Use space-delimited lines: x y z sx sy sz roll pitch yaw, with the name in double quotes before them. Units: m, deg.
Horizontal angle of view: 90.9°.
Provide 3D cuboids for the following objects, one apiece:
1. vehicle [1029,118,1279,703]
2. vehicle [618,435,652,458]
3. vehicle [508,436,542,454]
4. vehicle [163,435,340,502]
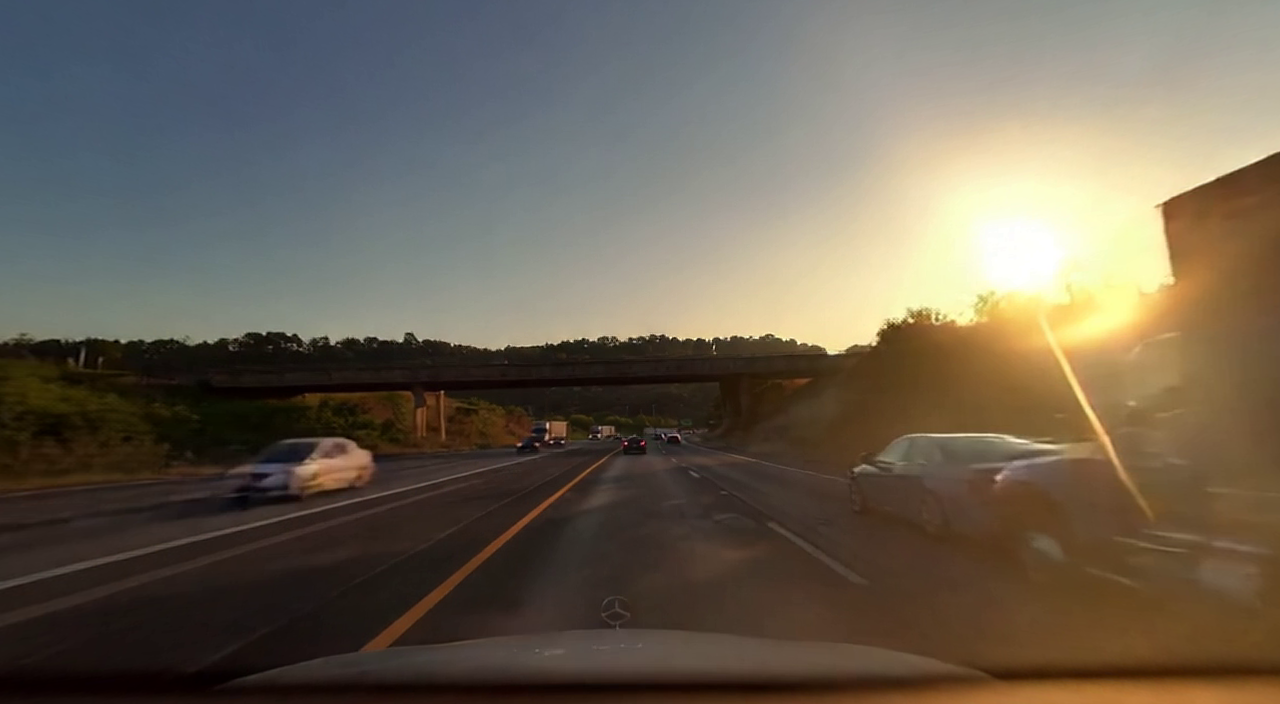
"vehicle" 4.175 0.142 1.081 2.715 2.746 6.550 0 -7 -1
"vehicle" -0.337 5.787 38.814 1.996 1.325 4.029 0 -7 -1
"vehicle" -8.787 7.142 48.439 1.936 1.322 3.678 0 -7 1
"vehicle" -9.105 2.715 15.206 1.878 1.393 3.787 0 -7 0
